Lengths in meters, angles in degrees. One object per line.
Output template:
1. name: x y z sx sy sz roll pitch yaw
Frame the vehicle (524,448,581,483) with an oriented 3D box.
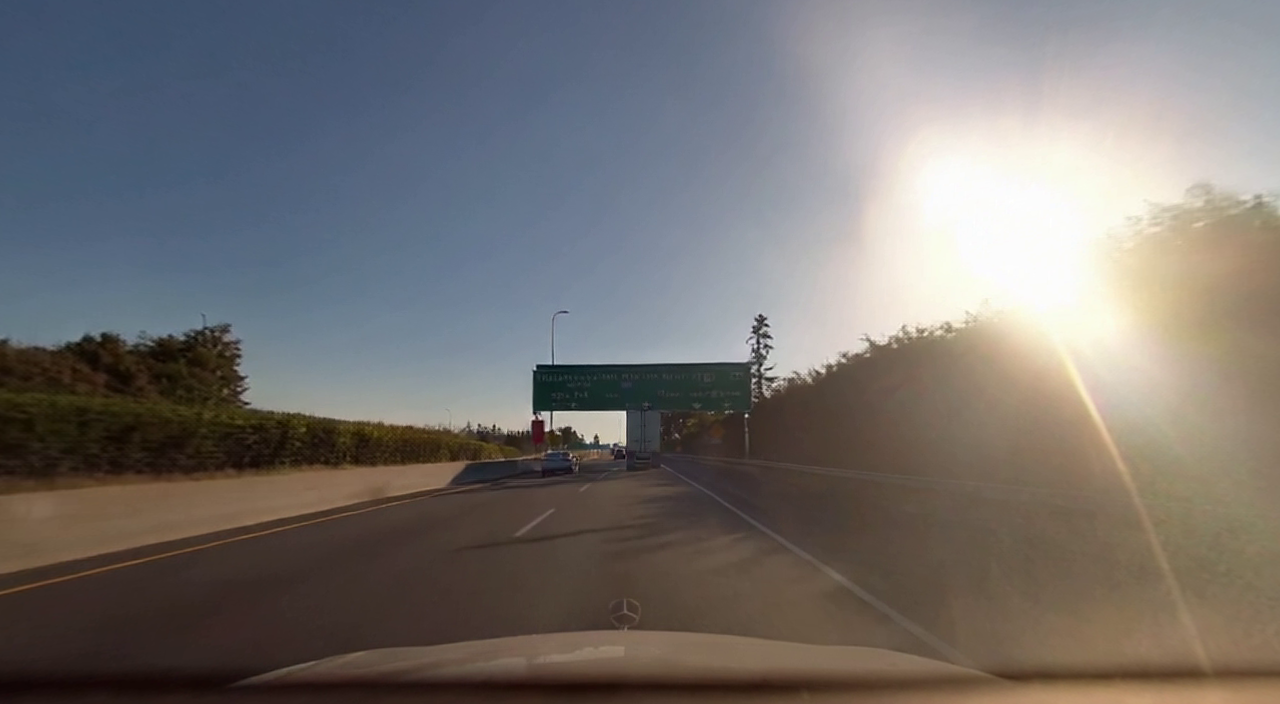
1. vehicle: -4.043 5.310 29.908 2.053 1.523 4.450 0 -9 1

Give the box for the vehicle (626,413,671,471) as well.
1. vehicle: 0.456 6.774 47.167 2.864 3.805 9.500 0 -9 -2
